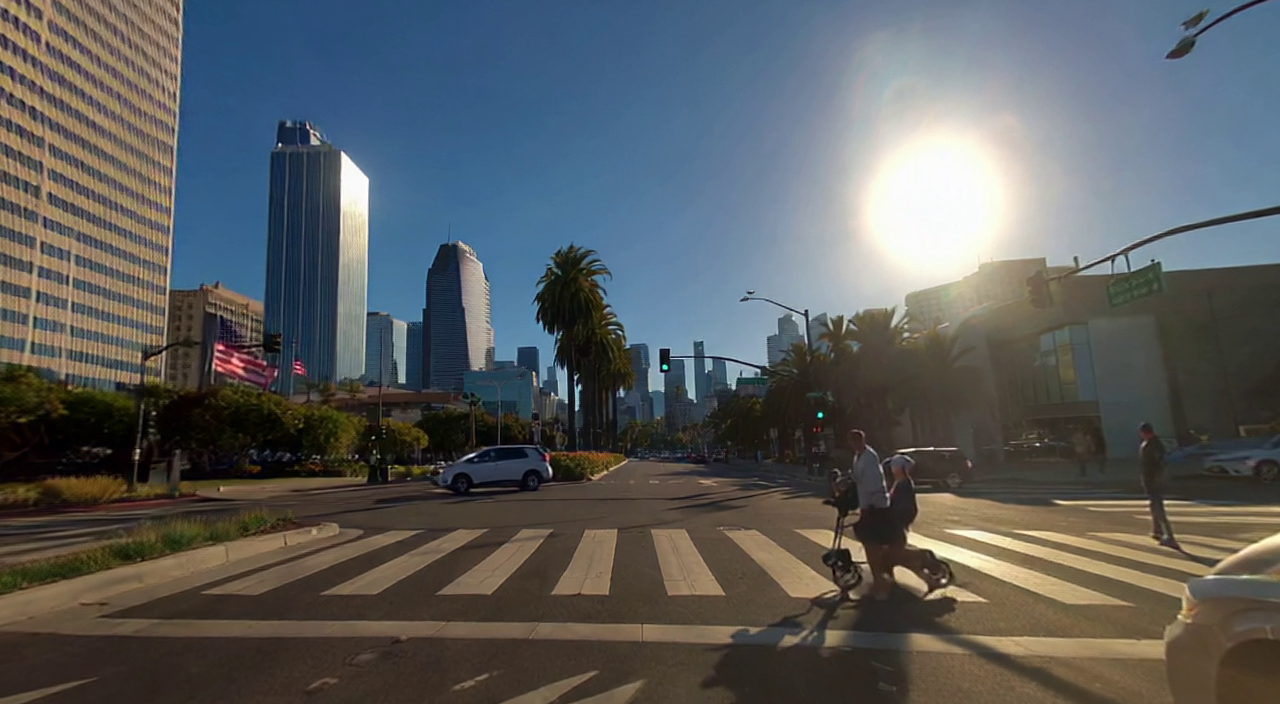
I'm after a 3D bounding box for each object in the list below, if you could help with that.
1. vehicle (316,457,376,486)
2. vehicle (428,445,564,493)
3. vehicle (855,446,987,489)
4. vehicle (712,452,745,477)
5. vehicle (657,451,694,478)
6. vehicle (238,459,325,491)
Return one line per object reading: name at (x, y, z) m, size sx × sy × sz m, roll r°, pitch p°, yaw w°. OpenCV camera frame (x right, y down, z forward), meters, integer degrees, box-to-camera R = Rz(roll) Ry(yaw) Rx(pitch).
vehicle at (-20.081, 8.156, 43.386) m, size 2.043 × 1.745 × 4.420 m, roll 0°, pitch -8°, yaw -1°
vehicle at (-5.018, 4.136, 22.561) m, size 4.499 × 1.594 × 1.898 m, roll 1°, pitch -9°, yaw -7°
vehicle at (10.699, 4.426, 24.430) m, size 4.273 × 1.525 × 2.000 m, roll -2°, pitch -9°, yaw 13°
vehicle at (6.490, 8.270, 46.807) m, size 2.176 × 1.690 × 4.138 m, roll -1°, pitch -8°, yaw 4°
vehicle at (2.522, 8.228, 46.550) m, size 2.325 × 1.810 × 4.827 m, roll 0°, pitch -8°, yaw -1°
vehicle at (-19.956, 6.857, 35.430) m, size 2.069 × 1.540 × 4.774 m, roll 0°, pitch -8°, yaw 0°
